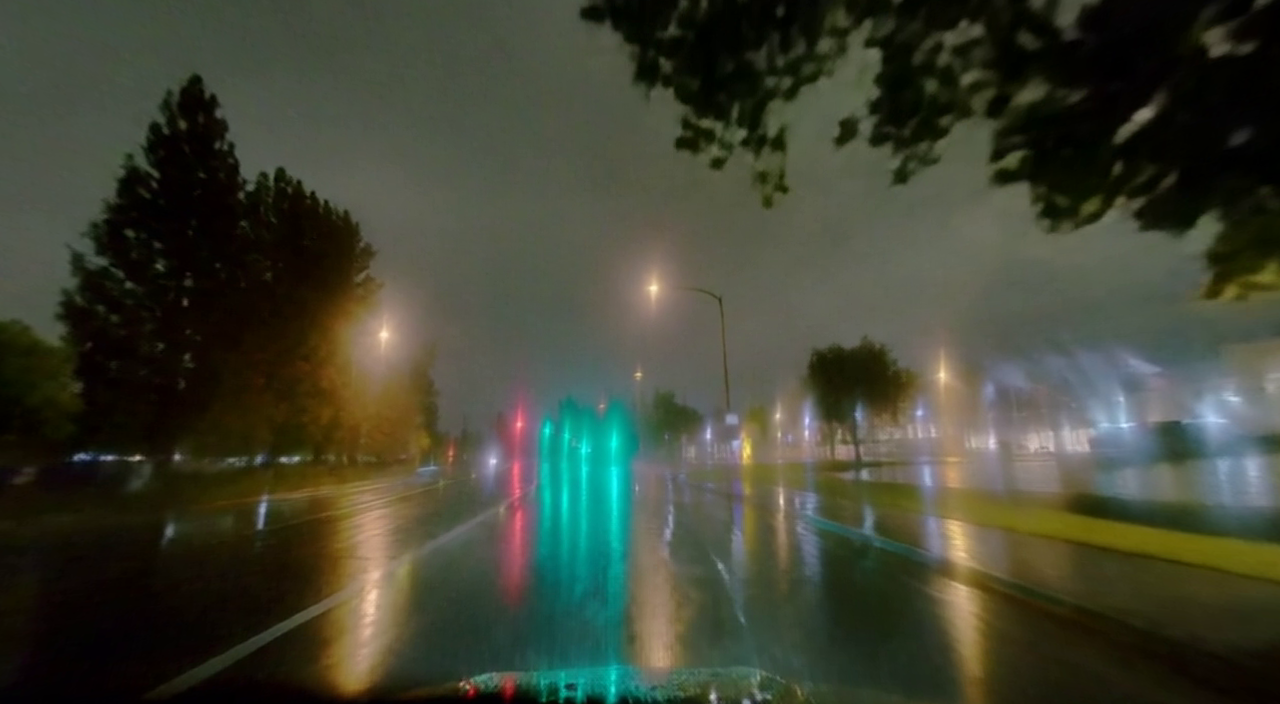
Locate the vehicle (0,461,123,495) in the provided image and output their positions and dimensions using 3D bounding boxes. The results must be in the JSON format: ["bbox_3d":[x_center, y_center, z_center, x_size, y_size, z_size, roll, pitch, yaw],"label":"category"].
[{"bbox_3d":[-25.081,5.436,27.422,3.602,1.387,1.687,1,-9,-6],"label":"vehicle"}]
